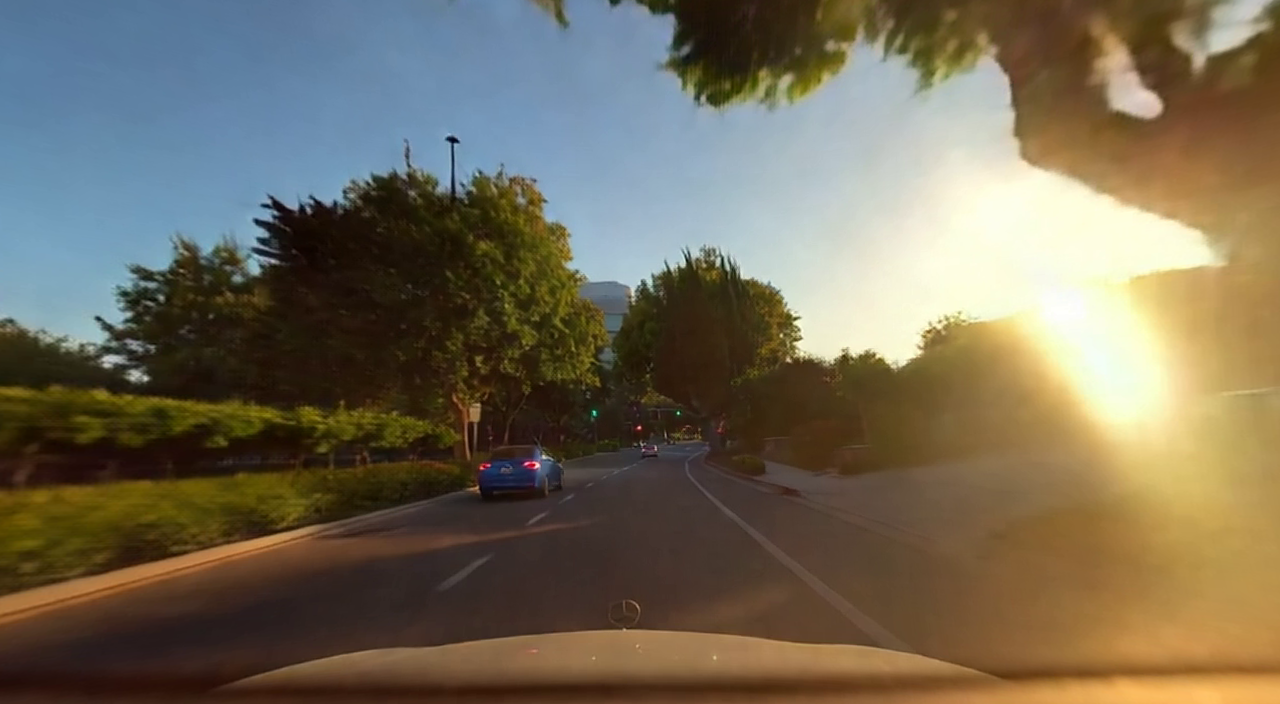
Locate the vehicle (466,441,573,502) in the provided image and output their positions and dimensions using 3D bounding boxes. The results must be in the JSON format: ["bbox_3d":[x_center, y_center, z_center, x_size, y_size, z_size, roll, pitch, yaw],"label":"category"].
[{"bbox_3d":[-3.283,3.368,18.230,2.038,1.486,4.678,-1,-9,2],"label":"vehicle"}]
